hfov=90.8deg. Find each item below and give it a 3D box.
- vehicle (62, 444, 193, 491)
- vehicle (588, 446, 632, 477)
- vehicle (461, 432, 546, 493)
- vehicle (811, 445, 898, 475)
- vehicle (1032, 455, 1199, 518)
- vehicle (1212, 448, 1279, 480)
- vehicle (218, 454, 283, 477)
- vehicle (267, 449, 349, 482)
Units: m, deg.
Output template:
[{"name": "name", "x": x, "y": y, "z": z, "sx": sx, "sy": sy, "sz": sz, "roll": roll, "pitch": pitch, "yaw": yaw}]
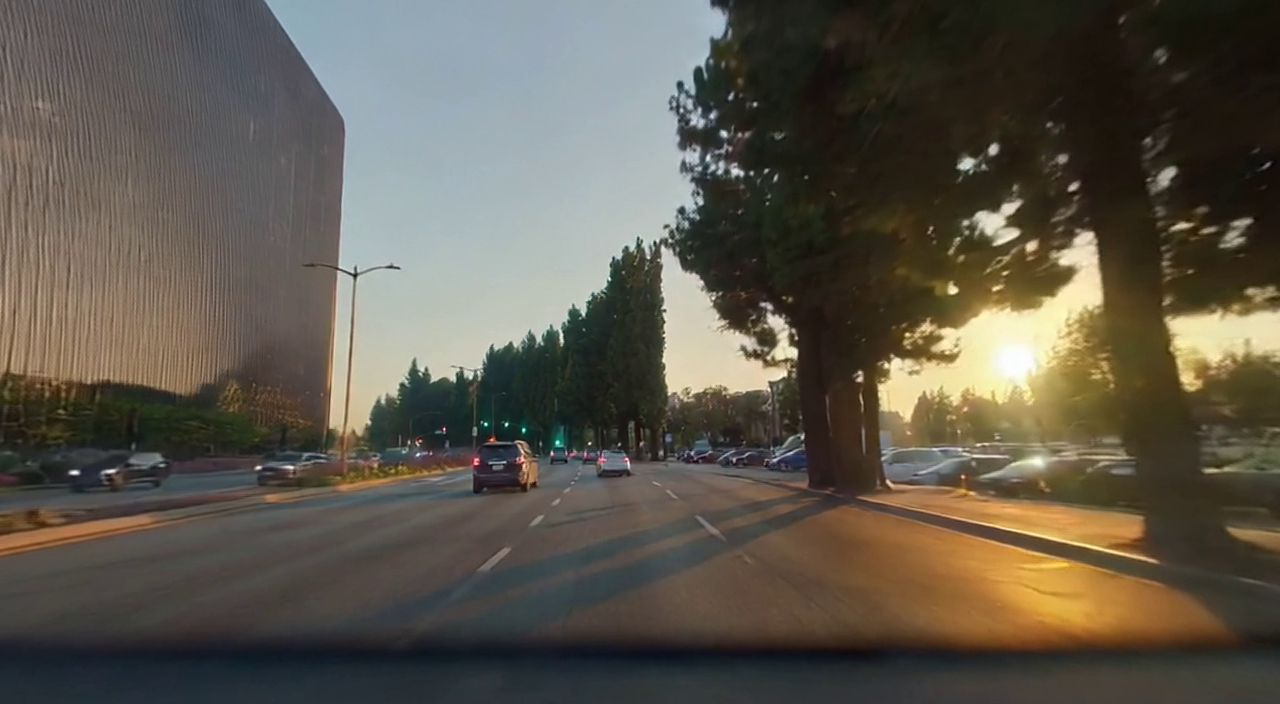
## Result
[{"name": "vehicle", "x": -22.892, "y": 5.139, "z": 28.560, "sx": 2.111, "sy": 1.874, "sz": 4.888, "roll": 0, "pitch": -8, "yaw": -5}, {"name": "vehicle", "x": -1.527, "y": 5.364, "z": 31.163, "sx": 2.050, "sy": 1.385, "sz": 4.096, "roll": 0, "pitch": -8, "yaw": -4}, {"name": "vehicle", "x": -4.413, "y": 3.635, "z": 21.179, "sx": 2.001, "sy": 1.784, "sz": 4.483, "roll": 0, "pitch": -8, "yaw": -2}, {"name": "vehicle", "x": 12.269, "y": 6.192, "z": 36.340, "sx": 4.264, "sy": 1.566, "sz": 1.854, "roll": -2, "pitch": -9, "yaw": 1}, {"name": "vehicle", "x": 14.892, "y": 4.187, "z": 20.162, "sx": 1.893, "sy": 1.646, "sz": 4.288, "roll": -1, "pitch": -8, "yaw": 0}, {"name": "vehicle", "x": 32.870, "y": 5.833, "z": 33.036, "sx": 1.864, "sy": 1.461, "sz": 4.266, "roll": -1, "pitch": -7, "yaw": -1}, {"name": "vehicle", "x": -26.688, "y": 7.781, "z": 43.473, "sx": 1.840, "sy": 1.430, "sz": 4.736, "roll": 0, "pitch": -8, "yaw": -5}, {"name": "vehicle", "x": -15.758, "y": 5.385, "z": 30.287, "sx": 1.818, "sy": 1.379, "sz": 4.350, "roll": 0, "pitch": -8, "yaw": -4}]
